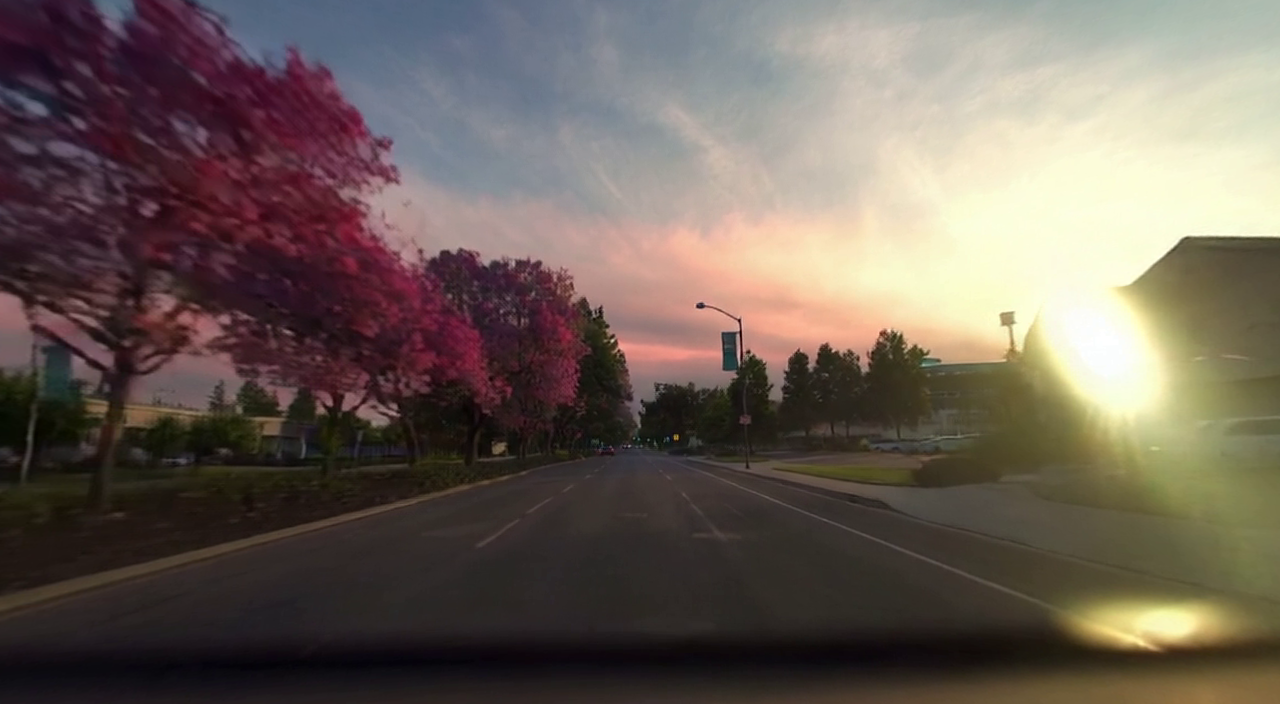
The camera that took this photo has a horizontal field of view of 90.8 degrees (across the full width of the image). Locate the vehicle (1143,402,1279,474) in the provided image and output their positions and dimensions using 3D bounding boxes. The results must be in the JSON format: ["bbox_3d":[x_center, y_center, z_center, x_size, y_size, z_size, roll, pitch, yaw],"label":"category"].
[{"bbox_3d":[15.195,2.032,14.902,4.877,1.592,1.913,0,-8,2],"label":"vehicle"}]
